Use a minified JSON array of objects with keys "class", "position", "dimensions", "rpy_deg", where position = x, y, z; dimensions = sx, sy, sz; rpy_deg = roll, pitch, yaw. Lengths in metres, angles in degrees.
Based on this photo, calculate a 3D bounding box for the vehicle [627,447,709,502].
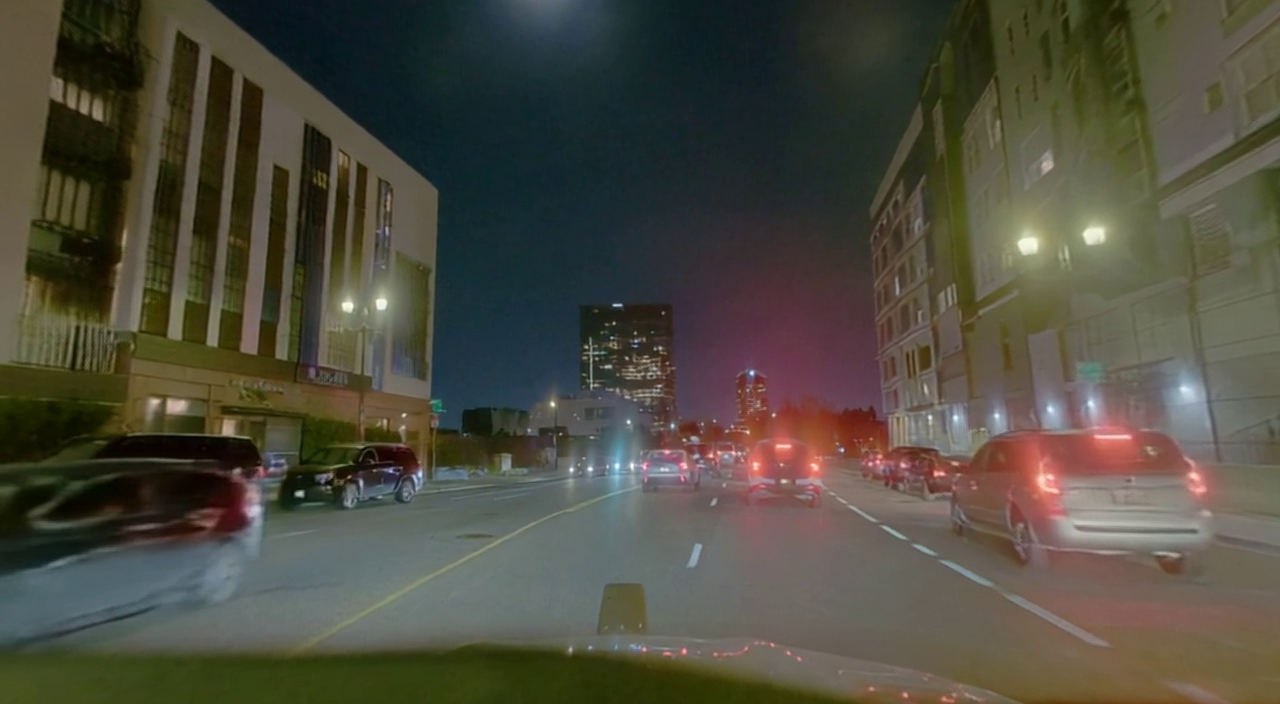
[{"class":"vehicle","position":[0.943,3.615,19.141],"dimensions":[2.031,1.461,3.763],"rpy_deg":[-1,-9,9]}]

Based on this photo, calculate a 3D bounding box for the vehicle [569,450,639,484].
[{"class":"vehicle","position":[-1.695,5.670,31.499],"dimensions":[1.928,1.503,4.322],"rpy_deg":[-3,-9,20]}]

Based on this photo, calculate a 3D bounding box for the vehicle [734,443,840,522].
[{"class":"vehicle","position":[3.265,2.851,14.408],"dimensions":[1.982,1.510,4.144],"rpy_deg":[-2,-9,11]}]

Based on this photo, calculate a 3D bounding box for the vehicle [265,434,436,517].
[{"class":"vehicle","position":[-7.749,3.290,17.421],"dimensions":[1.934,1.770,4.546],"rpy_deg":[-9,-9,10]}]

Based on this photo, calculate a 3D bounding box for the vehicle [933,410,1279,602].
[{"class":"vehicle","position":[5.561,1.791,8.335],"dimensions":[2.088,1.775,4.454],"rpy_deg":[-2,-9,13]}]

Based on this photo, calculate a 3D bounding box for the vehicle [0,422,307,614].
[{"class":"vehicle","position":[-6.037,1.592,6.714],"dimensions":[2.086,1.565,4.281],"rpy_deg":[-2,-9,11]}]
